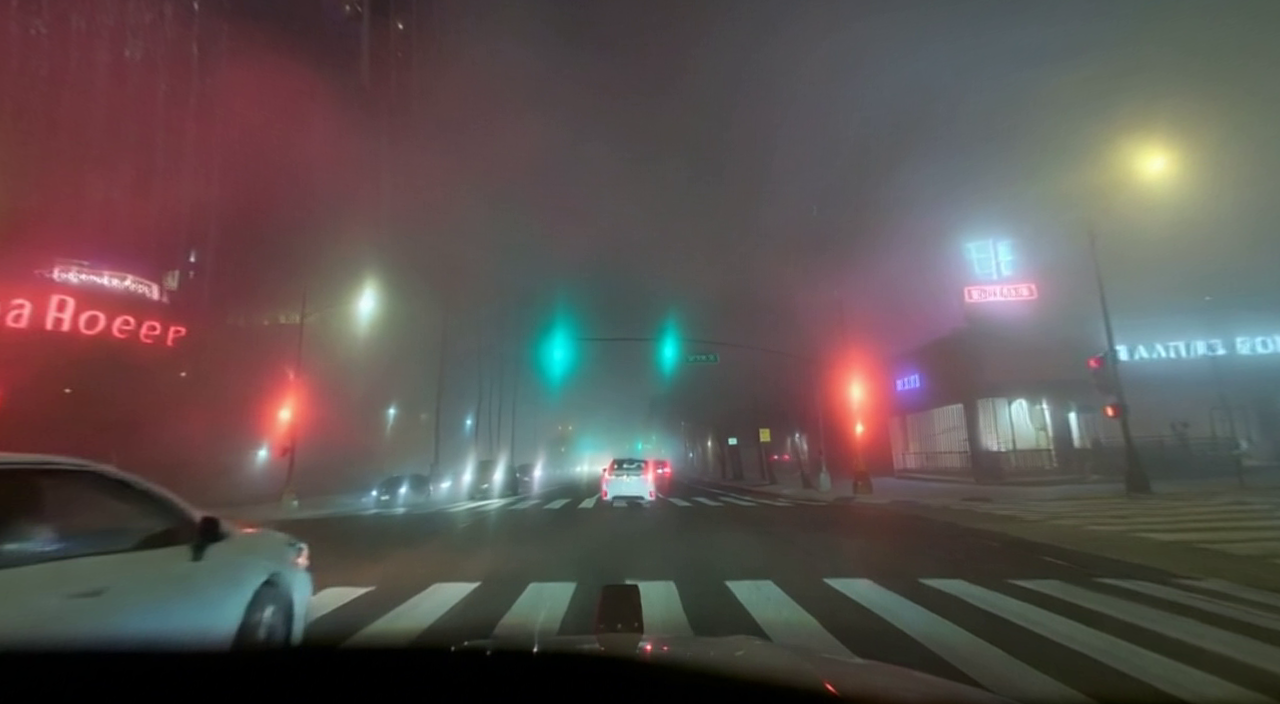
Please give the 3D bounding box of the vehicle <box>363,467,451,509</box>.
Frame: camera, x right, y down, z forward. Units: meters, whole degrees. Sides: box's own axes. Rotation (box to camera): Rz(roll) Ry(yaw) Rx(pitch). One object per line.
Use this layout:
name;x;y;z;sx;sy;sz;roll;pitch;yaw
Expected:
vehicle;-9.653;5.662;26.540;1.977;1.475;4.491;0;-9;0

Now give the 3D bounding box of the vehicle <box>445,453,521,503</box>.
vehicle;-6.694;5.396;27.371;2.070;1.893;4.738;0;-9;0

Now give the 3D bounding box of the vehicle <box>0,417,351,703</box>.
vehicle;-3.289;1.031;2.516;2.096;1.492;4.666;0;-9;-1

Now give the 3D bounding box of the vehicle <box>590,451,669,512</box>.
vehicle;-0.303;3.850;19.186;2.145;1.632;3.972;0;-9;-1
